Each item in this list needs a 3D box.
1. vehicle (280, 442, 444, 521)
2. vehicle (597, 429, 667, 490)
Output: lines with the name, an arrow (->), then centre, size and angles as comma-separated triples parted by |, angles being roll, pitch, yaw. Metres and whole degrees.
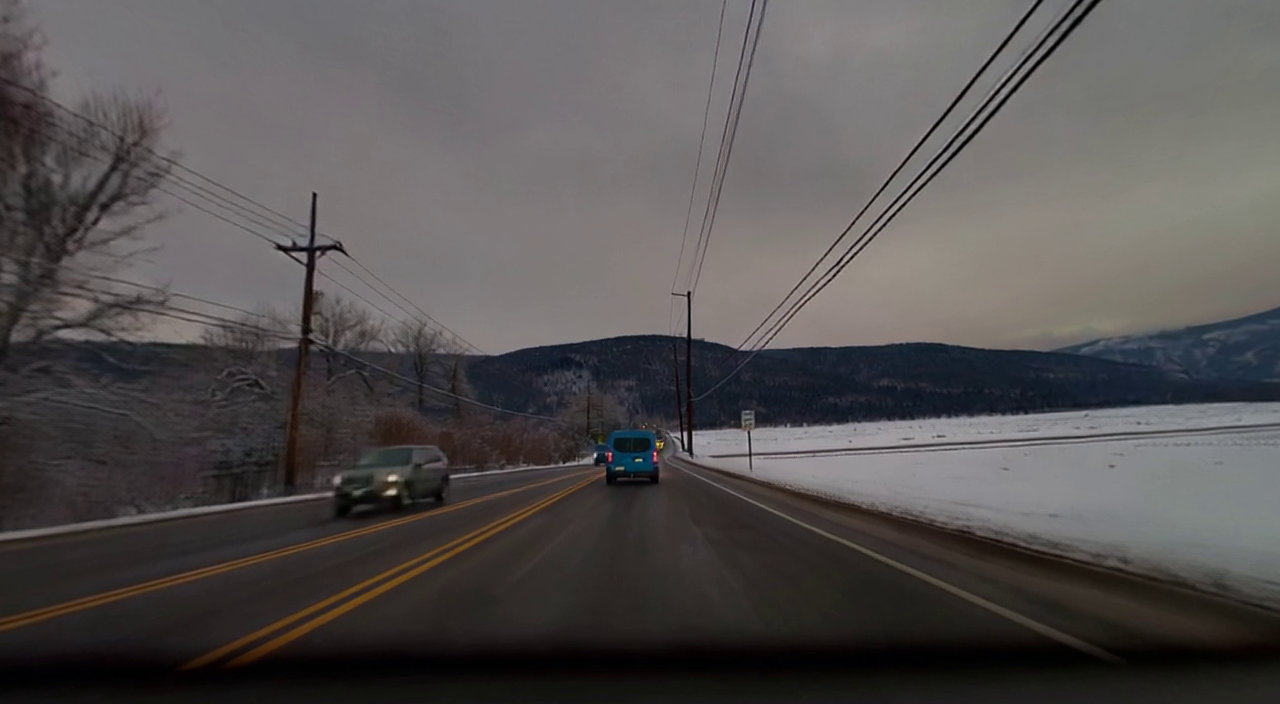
vehicle -> -7.191, 3.367, 16.946 | 2.120, 1.804, 4.392 | -1, -9, 5
vehicle -> -0.246, 4.138, 24.497 | 2.454, 2.144, 4.535 | 0, -9, 1
